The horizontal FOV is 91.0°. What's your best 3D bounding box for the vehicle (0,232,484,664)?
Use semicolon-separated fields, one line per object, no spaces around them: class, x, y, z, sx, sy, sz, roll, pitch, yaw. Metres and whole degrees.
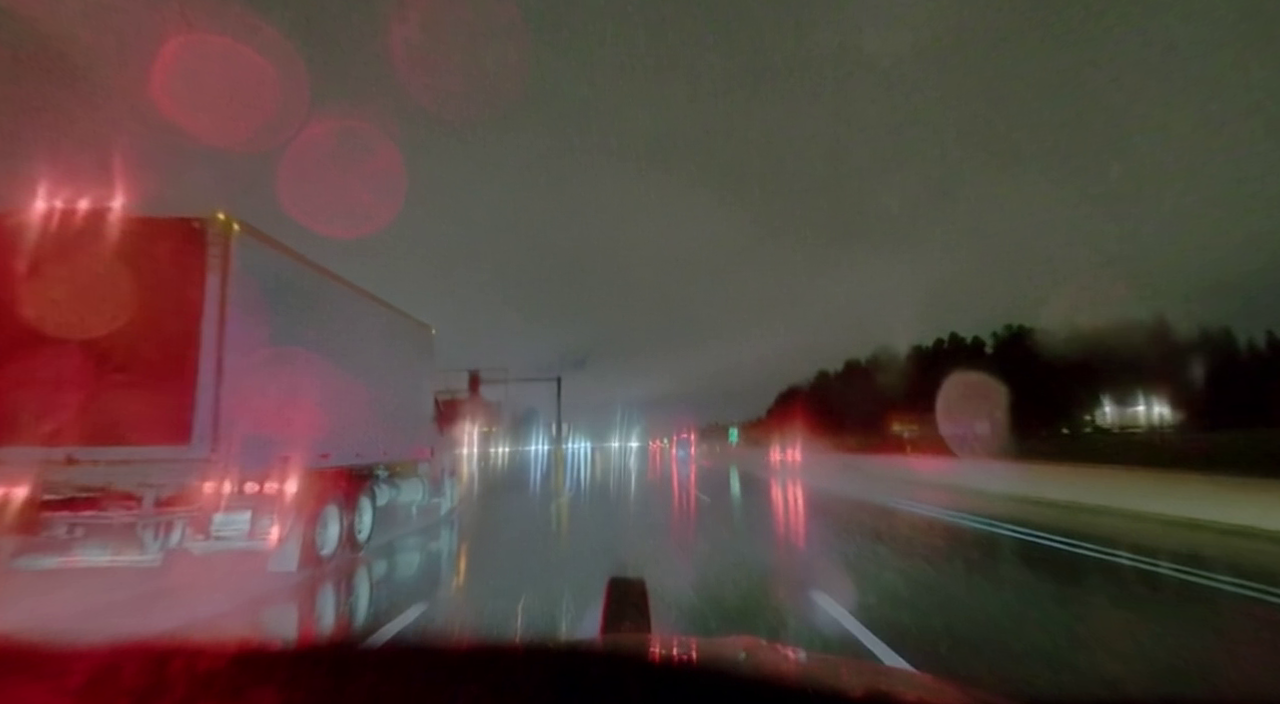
vehicle;-3.861;1.002;7.131;2.443;2.586;6.701;0;-8;0
